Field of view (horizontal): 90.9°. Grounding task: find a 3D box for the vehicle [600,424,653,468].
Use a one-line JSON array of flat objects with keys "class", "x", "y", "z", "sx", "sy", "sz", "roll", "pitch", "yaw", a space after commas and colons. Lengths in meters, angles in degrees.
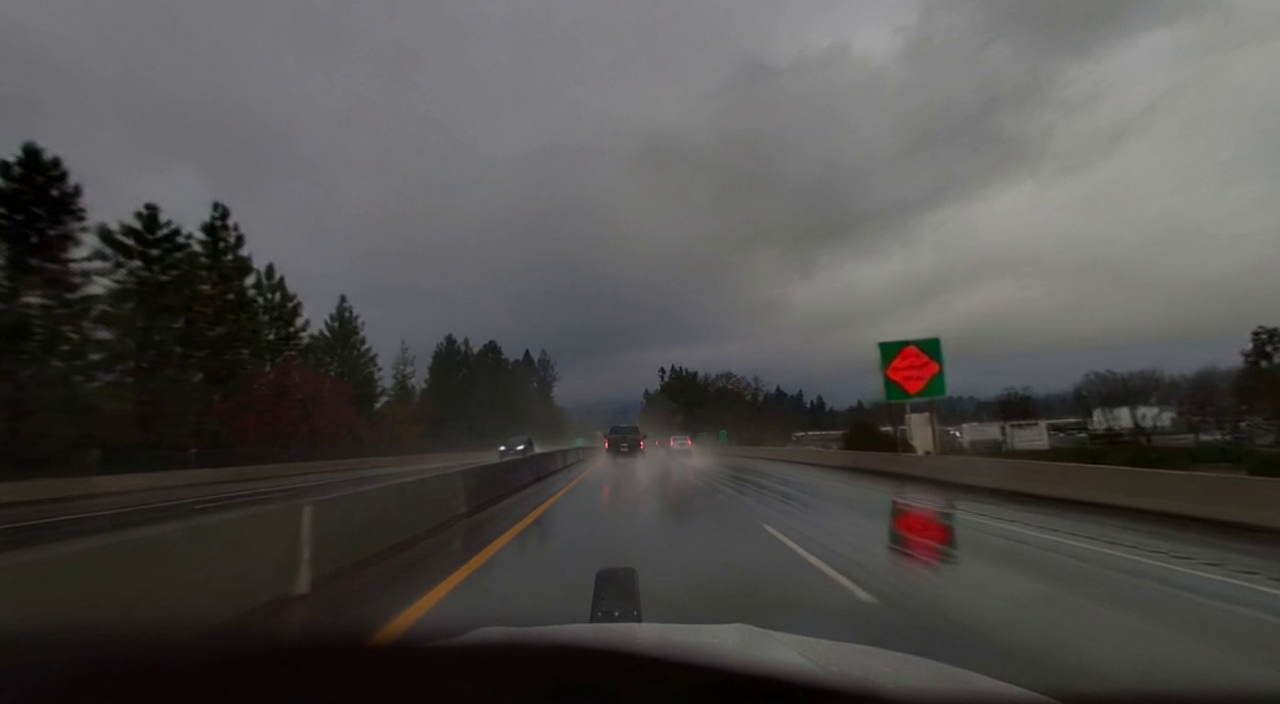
[{"class": "vehicle", "x": -0.692, "y": 4.744, "z": 32.021, "sx": 2.503, "sy": 2.044, "sz": 4.633, "roll": 0, "pitch": -8, "yaw": -1}]
